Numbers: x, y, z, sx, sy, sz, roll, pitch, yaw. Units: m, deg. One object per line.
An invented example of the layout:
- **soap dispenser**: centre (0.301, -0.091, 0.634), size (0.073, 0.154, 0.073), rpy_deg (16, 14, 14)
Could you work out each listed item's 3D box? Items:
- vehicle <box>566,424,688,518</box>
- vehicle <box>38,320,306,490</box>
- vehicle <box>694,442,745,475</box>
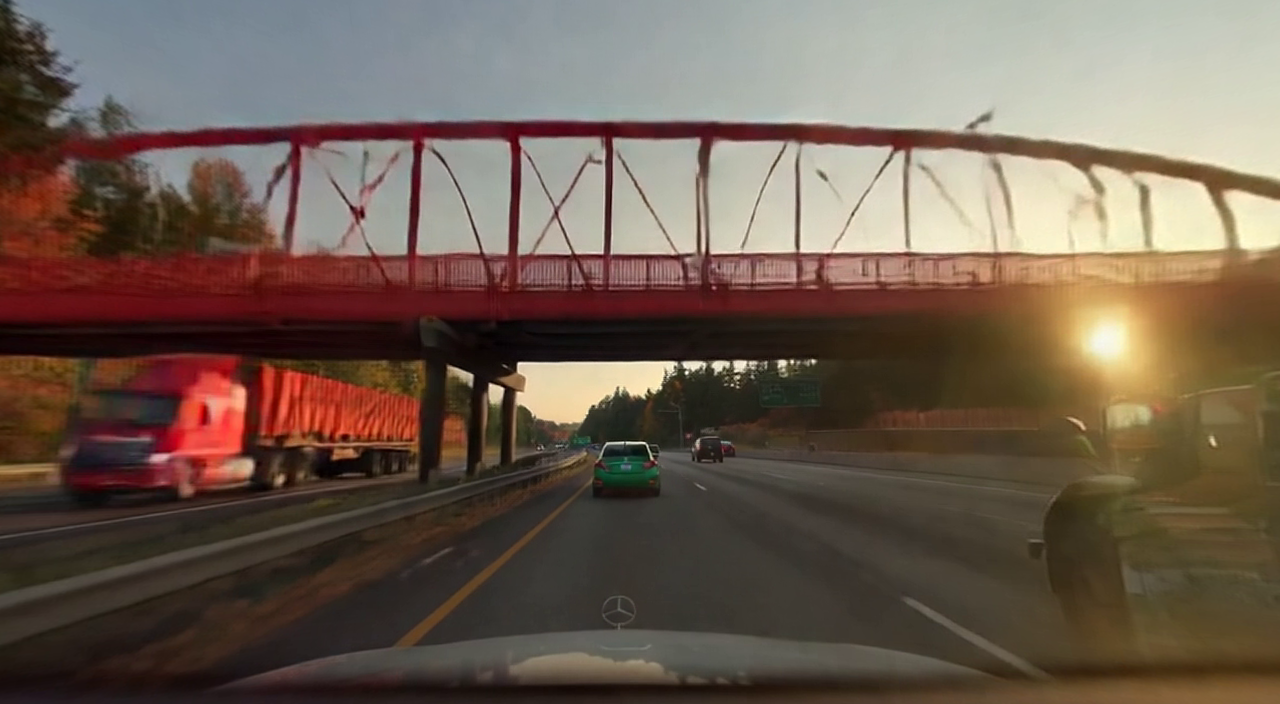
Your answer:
- **vehicle**: centre (-0.257, 2.521, 13.715), size (2.259, 1.699, 4.015), rpy_deg (0, -9, 0)
- **vehicle**: centre (-13.050, 1.703, 18.373), size (3.271, 4.196, 5.696), rpy_deg (0, -9, -1)
- **vehicle**: centre (3.872, 5.242, 31.067), size (1.894, 1.487, 3.751), rpy_deg (0, -9, -2)
